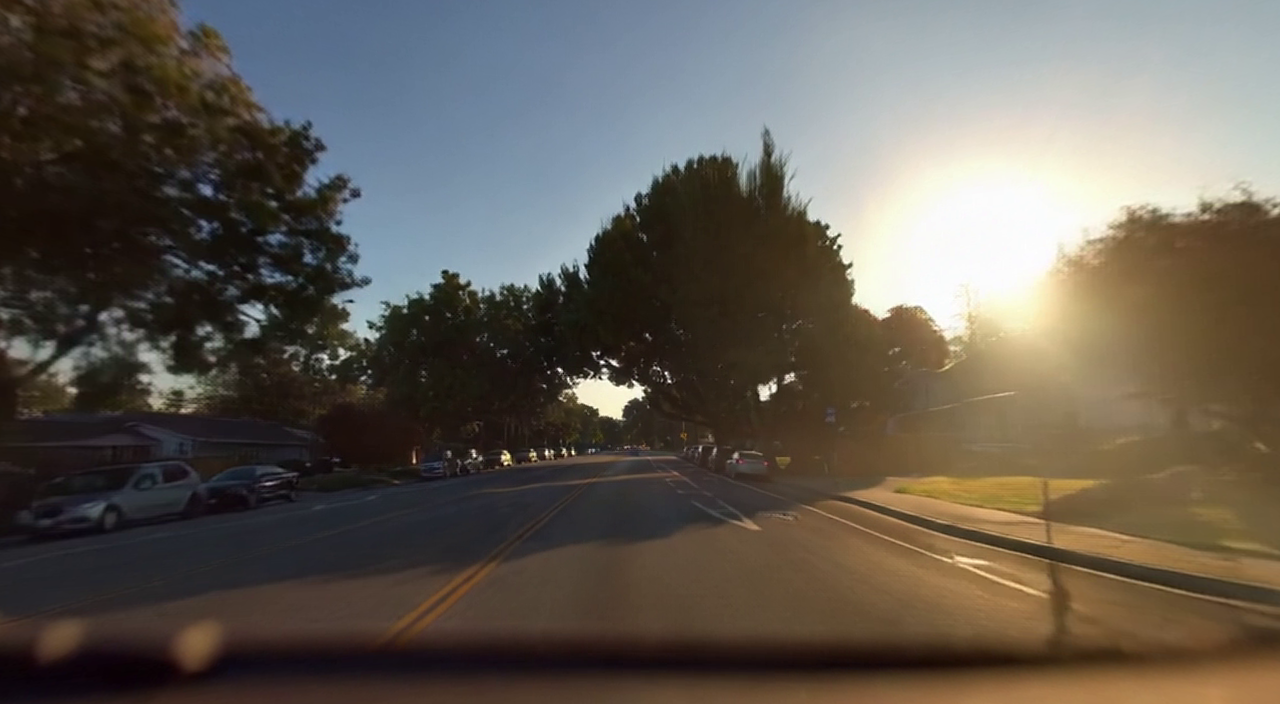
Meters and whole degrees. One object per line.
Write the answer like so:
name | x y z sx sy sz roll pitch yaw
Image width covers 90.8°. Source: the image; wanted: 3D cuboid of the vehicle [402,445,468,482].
vehicle | -12.201 6.708 38.043 2.156 1.935 5.464 -3 -10 0

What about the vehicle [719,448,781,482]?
vehicle | 5.009 5.190 29.419 1.923 1.454 4.460 0 -9 -2

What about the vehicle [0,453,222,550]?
vehicle | -12.638 3.472 15.383 1.988 1.741 4.379 -7 -8 -2

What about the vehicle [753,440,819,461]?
vehicle | 11.165 7.584 48.642 4.622 1.595 2.105 -1 -9 3

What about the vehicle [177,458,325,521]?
vehicle | -12.180 4.287 20.211 1.872 1.472 4.719 -6 -9 -1
